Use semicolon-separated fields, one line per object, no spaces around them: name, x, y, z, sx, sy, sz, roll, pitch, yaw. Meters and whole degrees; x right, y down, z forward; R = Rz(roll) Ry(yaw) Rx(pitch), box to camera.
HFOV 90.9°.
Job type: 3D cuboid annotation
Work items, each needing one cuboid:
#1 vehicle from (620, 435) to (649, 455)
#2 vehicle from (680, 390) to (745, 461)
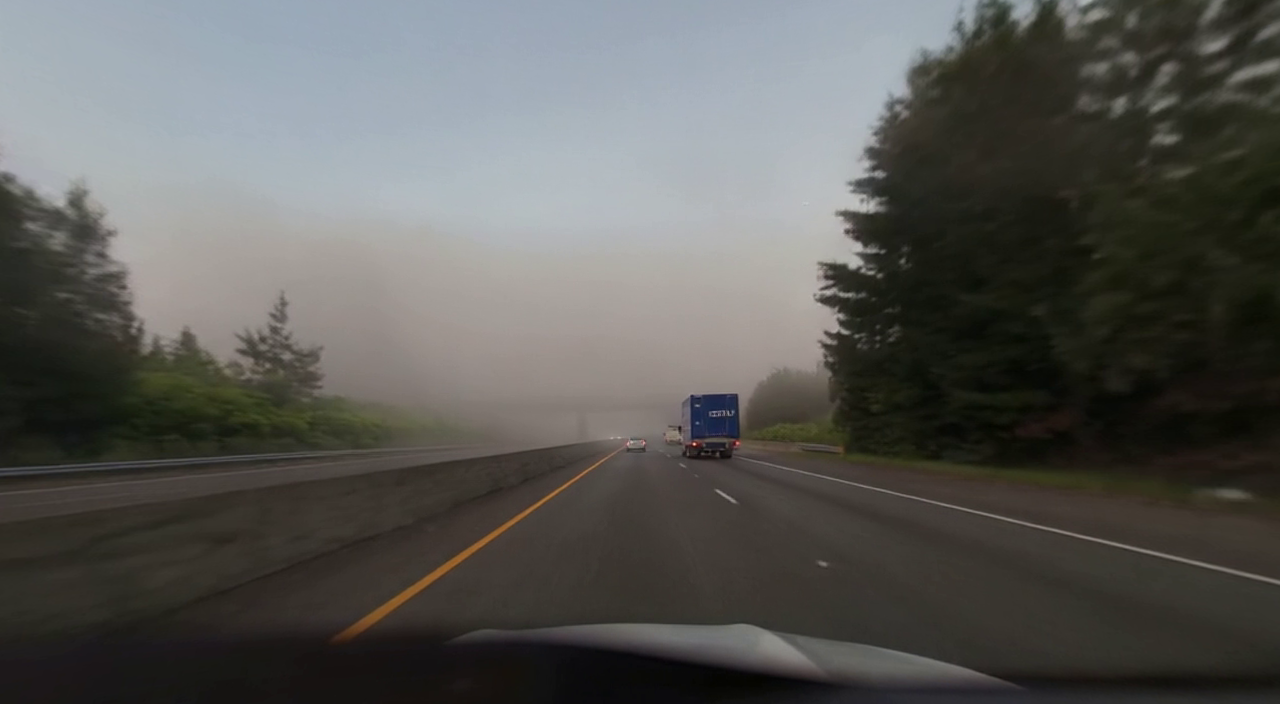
vehicle;-0.405;6.648;45.144;1.996;1.325;4.029;0;-8;0
vehicle;3.620;3.778;32.304;2.913;3.491;2.811;0;-8;-1
